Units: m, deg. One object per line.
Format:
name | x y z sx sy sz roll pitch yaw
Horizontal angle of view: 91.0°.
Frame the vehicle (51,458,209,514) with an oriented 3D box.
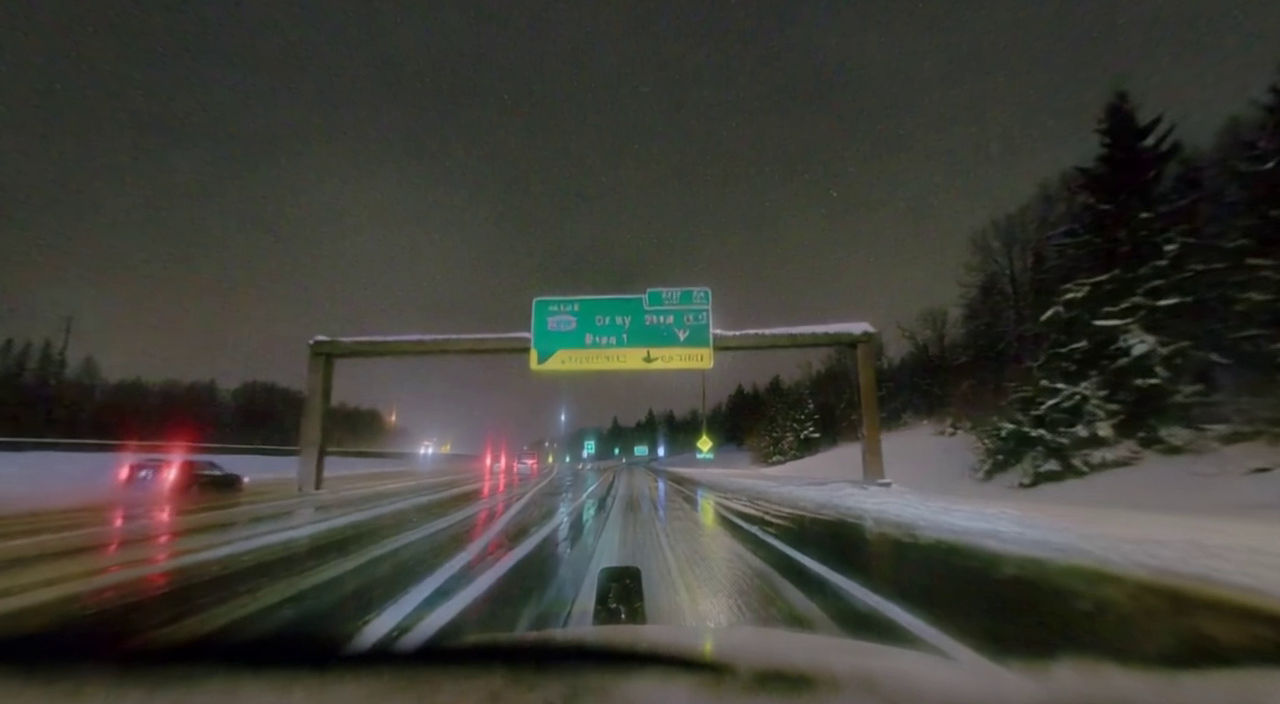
vehicle | -17.517 4.603 21.963 2.093 1.735 4.285 1 -10 -5
